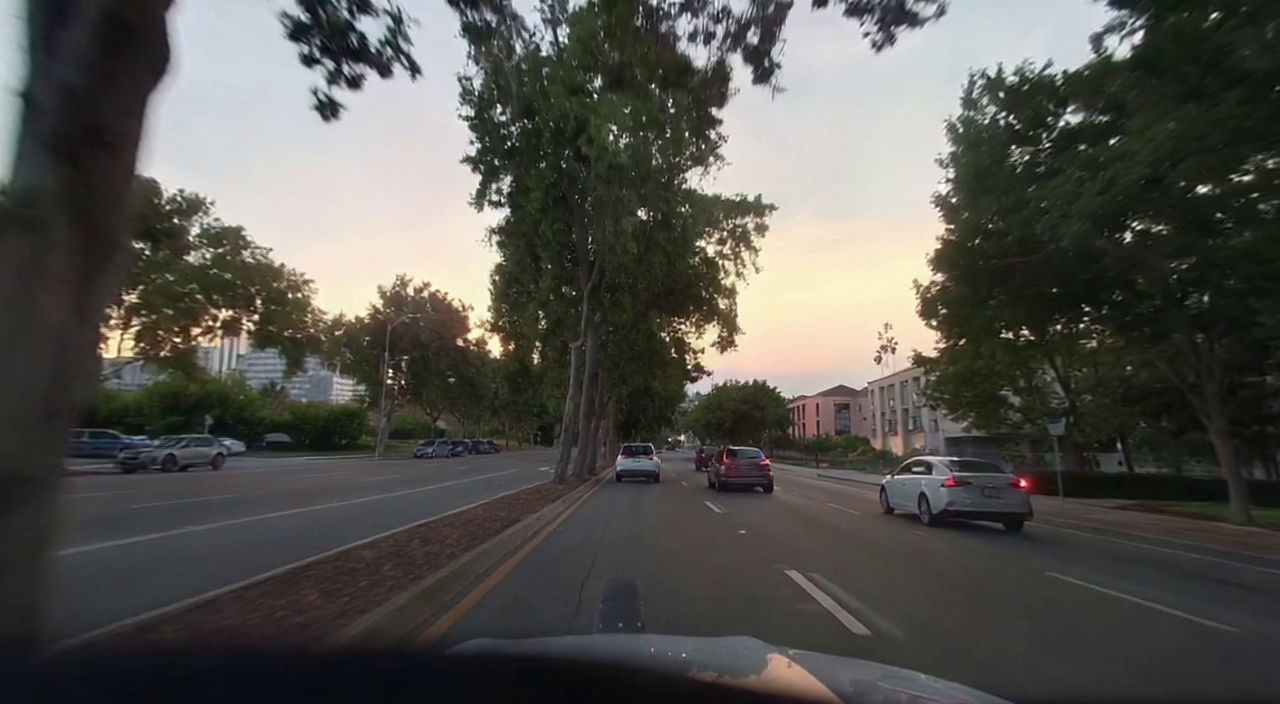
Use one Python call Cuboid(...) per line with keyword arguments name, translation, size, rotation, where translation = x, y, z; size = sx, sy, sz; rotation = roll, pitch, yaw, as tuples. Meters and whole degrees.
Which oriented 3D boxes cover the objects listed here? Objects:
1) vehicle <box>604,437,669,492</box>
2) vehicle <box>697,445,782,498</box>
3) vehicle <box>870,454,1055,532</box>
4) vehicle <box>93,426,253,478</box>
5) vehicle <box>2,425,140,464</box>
Cuboid(name="vehicle", translation=(-0.096, 3.784, 21.446), size=(2.008, 1.674, 4.239), rotation=(0, -9, 0))
Cuboid(name="vehicle", translation=(3.027, 3.721, 19.992), size=(1.932, 1.510, 4.168), rotation=(0, -9, -1))
Cuboid(name="vehicle", translation=(7.123, 3.120, 14.479), size=(1.944, 1.458, 4.268), rotation=(0, -9, -1))
Cuboid(name="vehicle", translation=(-18.652, 4.050, 25.569), size=(2.094, 1.863, 5.694), rotation=(0, -9, 0))
Cuboid(name="vehicle", translation=(-28.657, 4.708, 31.918), size=(2.021, 1.774, 5.261), rotation=(0, -9, 0))
